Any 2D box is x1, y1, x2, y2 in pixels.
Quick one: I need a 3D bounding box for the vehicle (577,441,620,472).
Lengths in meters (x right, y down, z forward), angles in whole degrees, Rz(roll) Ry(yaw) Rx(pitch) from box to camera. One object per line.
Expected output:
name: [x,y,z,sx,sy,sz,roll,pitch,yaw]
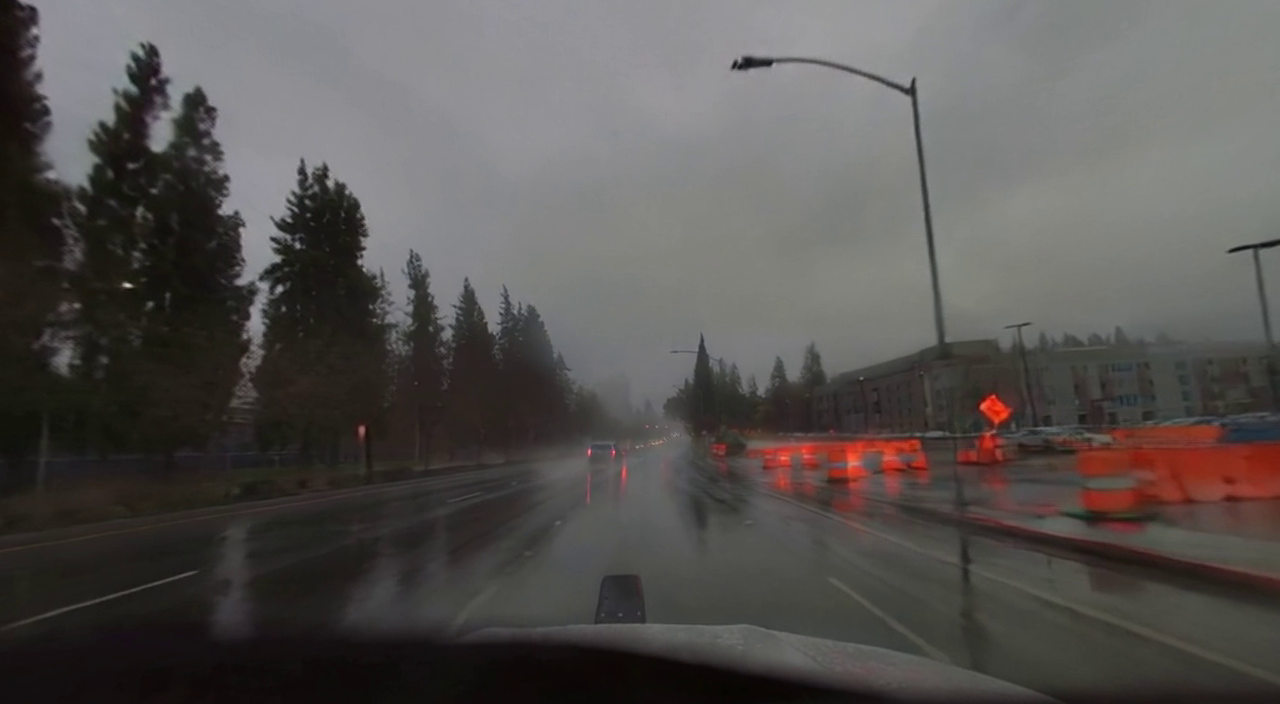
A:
vehicle: [-2.311,5.994,36.407,2.121,1.654,3.993,0,-8,2]
